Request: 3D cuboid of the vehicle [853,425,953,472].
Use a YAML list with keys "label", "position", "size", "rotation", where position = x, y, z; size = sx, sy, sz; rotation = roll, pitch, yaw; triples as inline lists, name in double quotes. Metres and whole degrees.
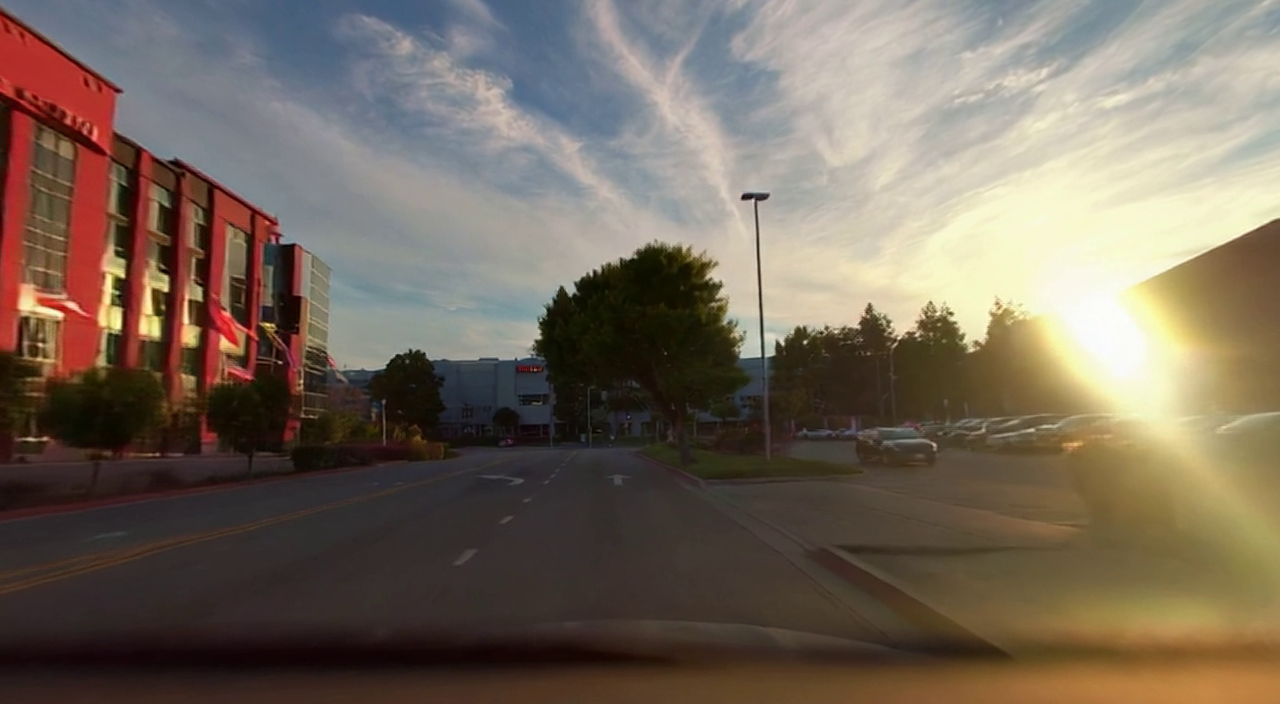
- label: "vehicle"
  position: [9.222, 3.391, 22.422]
  size: [1.769, 1.516, 3.520]
  rotation: [1, -8, -6]
